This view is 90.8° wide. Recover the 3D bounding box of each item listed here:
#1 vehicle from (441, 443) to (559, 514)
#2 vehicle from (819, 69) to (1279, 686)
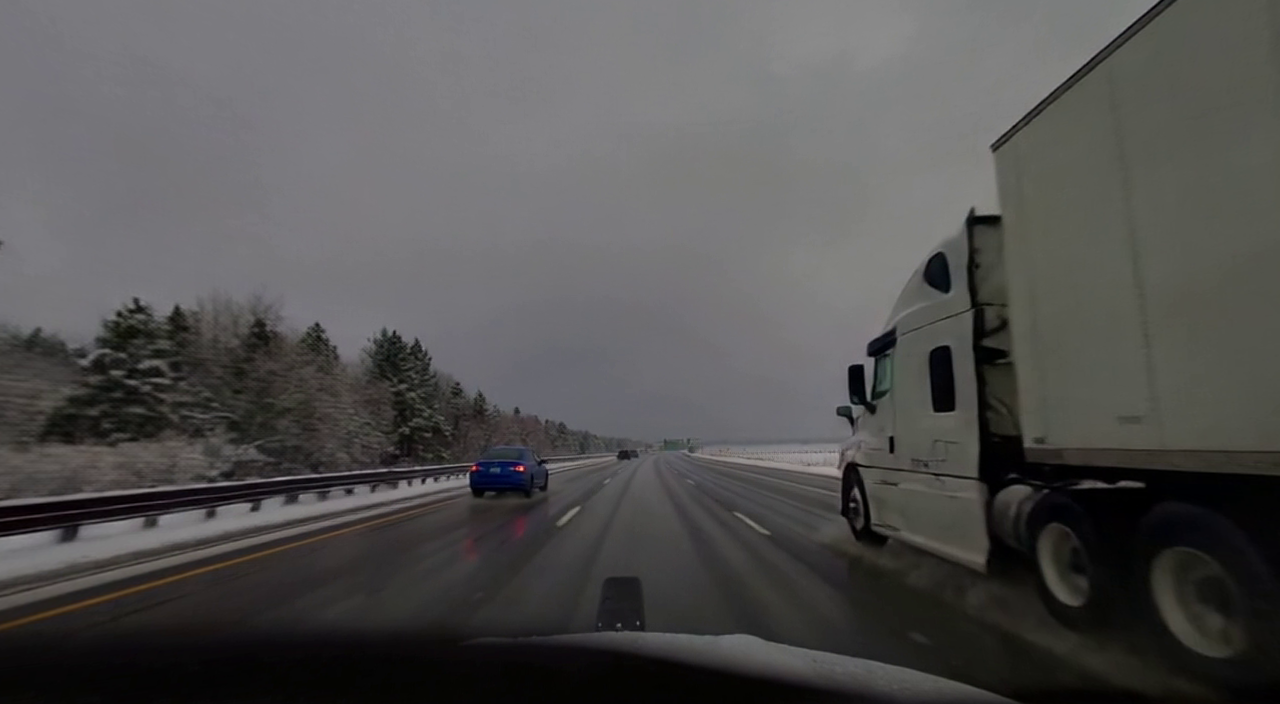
[{"bbox_3d":[-3.367,3.122,16.075,1.945,1.537,4.294,0,-9,1],"label":"vehicle"},{"bbox_3d":[4.386,0.463,6.857,3.042,3.890,5.873,0,-9,0],"label":"vehicle"}]
